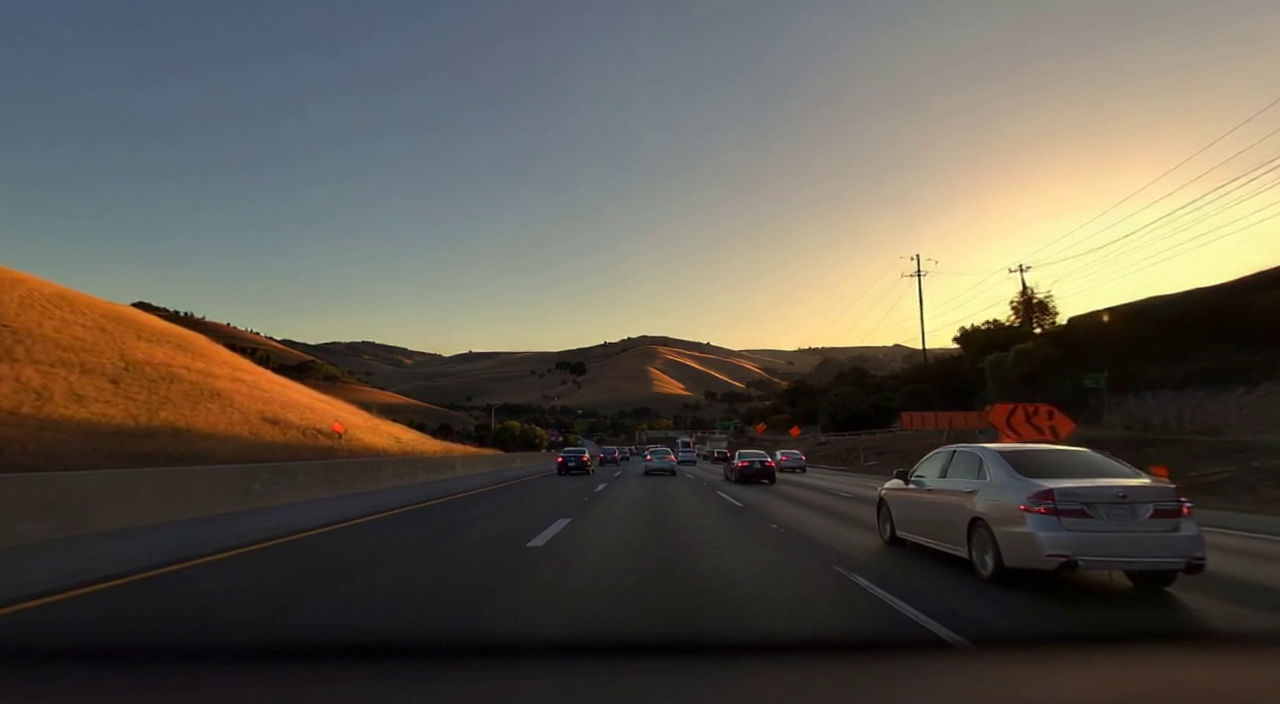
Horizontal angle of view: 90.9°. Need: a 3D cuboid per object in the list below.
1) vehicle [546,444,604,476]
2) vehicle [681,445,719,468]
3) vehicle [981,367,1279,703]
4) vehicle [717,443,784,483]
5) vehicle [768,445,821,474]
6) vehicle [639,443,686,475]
[{"bbox_3d":[-3.017,5.127,30.232,2.232,1.438,4.163,-1,-8,2],"label":"vehicle"},{"bbox_3d":[4.074,7.101,43.195,2.177,1.453,4.205,0,-8,0],"label":"vehicle"},{"bbox_3d":[3.915,0.926,2.979,2.018,1.670,4.658,0,-8,1],"label":"vehicle"},{"bbox_3d":[4.340,4.393,25.320,1.867,1.465,4.093,0,-8,-1],"label":"vehicle"},{"bbox_3d":[8.395,5.848,34.601,1.843,1.505,4.007,0,-8,0],"label":"vehicle"},{"bbox_3d":[1.050,5.346,31.779,2.138,1.473,4.392,0,-8,0],"label":"vehicle"}]
